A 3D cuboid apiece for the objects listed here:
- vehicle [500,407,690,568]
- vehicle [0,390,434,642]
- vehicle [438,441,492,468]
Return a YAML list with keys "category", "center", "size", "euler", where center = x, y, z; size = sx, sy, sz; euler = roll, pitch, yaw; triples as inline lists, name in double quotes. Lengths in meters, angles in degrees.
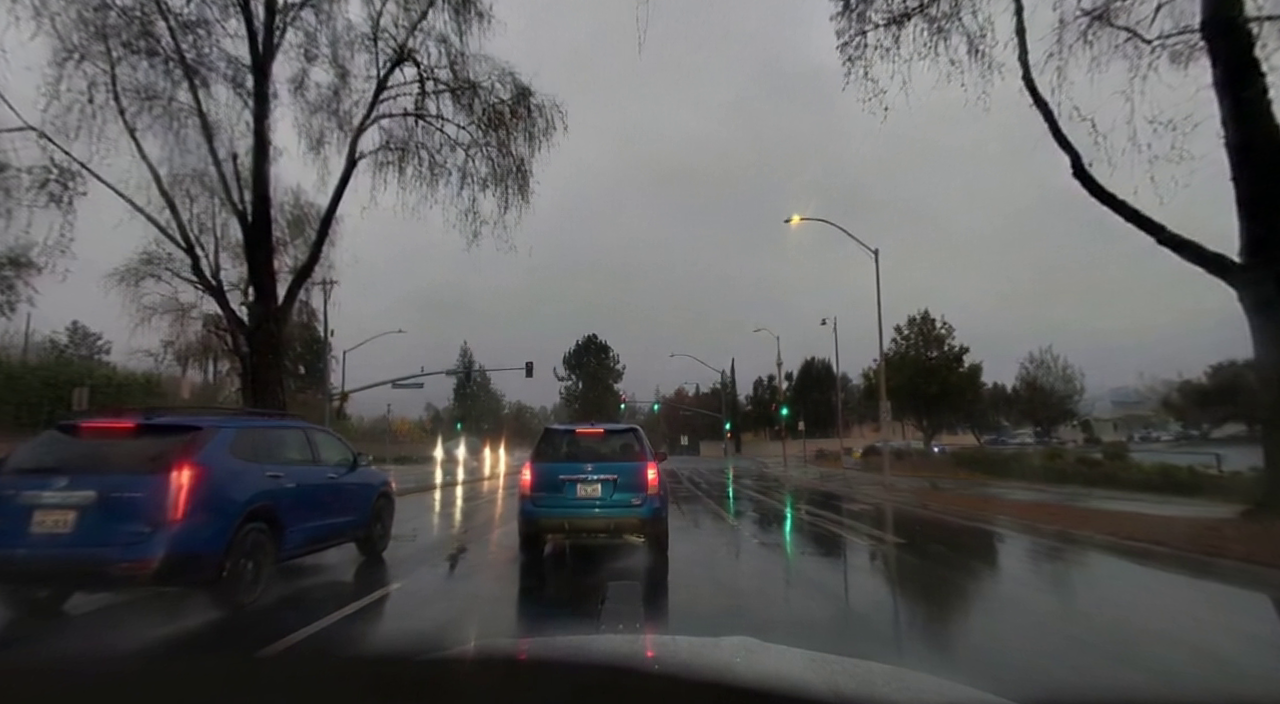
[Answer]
- category: "vehicle"
  center: [-0.460, 1.892, 9.667]
  size: [2.131, 1.793, 5.016]
  euler: [0, -8, 1]
- category: "vehicle"
  center: [-3.946, 1.418, 6.536]
  size: [2.009, 1.673, 4.454]
  euler: [0, -8, 2]
- category: "vehicle"
  center: [-11.176, 6.570, 40.712]
  size: [2.070, 1.635, 4.559]
  euler: [0, -8, 1]
